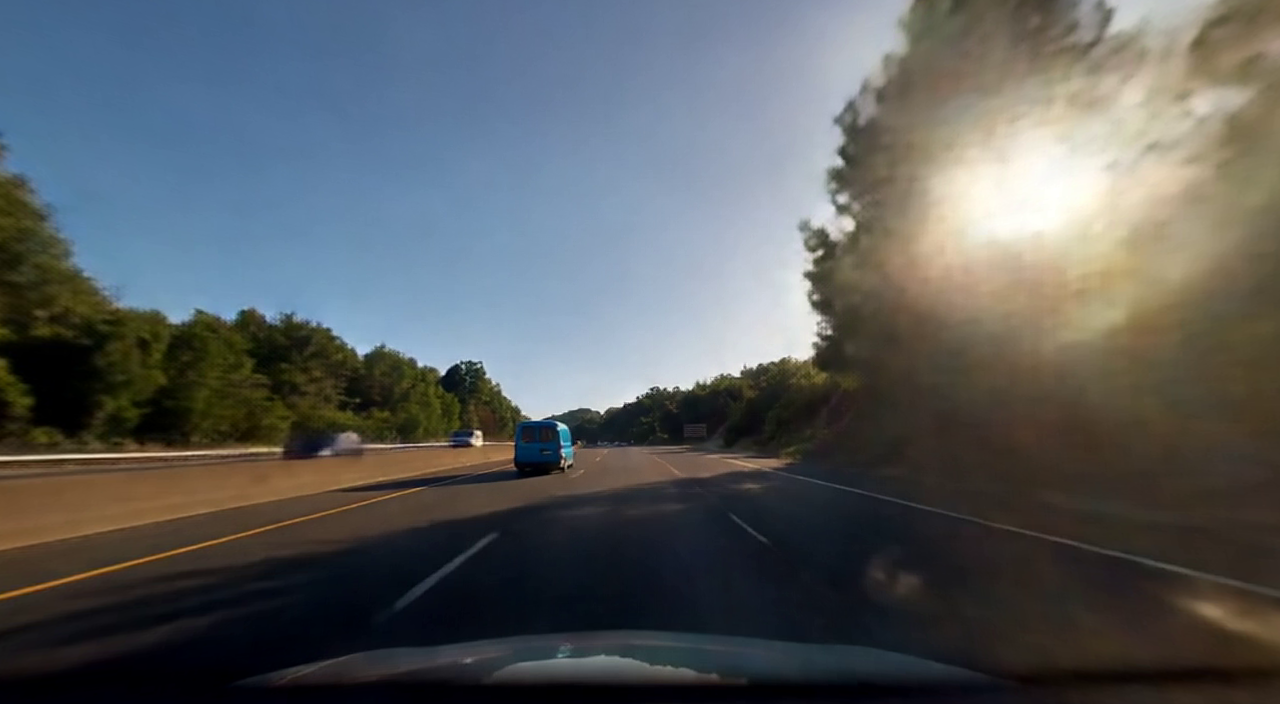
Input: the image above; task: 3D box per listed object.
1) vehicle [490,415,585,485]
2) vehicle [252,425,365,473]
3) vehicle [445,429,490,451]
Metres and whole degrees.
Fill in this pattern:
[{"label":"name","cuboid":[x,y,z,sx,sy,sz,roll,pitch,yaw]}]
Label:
[{"label":"vehicle","cuboid":[-3.152,3.132,20.484,2.297,2.011,4.736,0,-8,0]},{"label":"vehicle","cuboid":[-12.590,3.687,24.261,2.113,1.676,4.158,1,-7,-1]},{"label":"vehicle","cuboid":[-13.140,6.700,48.196,2.128,1.573,4.641,0,-7,0]}]
